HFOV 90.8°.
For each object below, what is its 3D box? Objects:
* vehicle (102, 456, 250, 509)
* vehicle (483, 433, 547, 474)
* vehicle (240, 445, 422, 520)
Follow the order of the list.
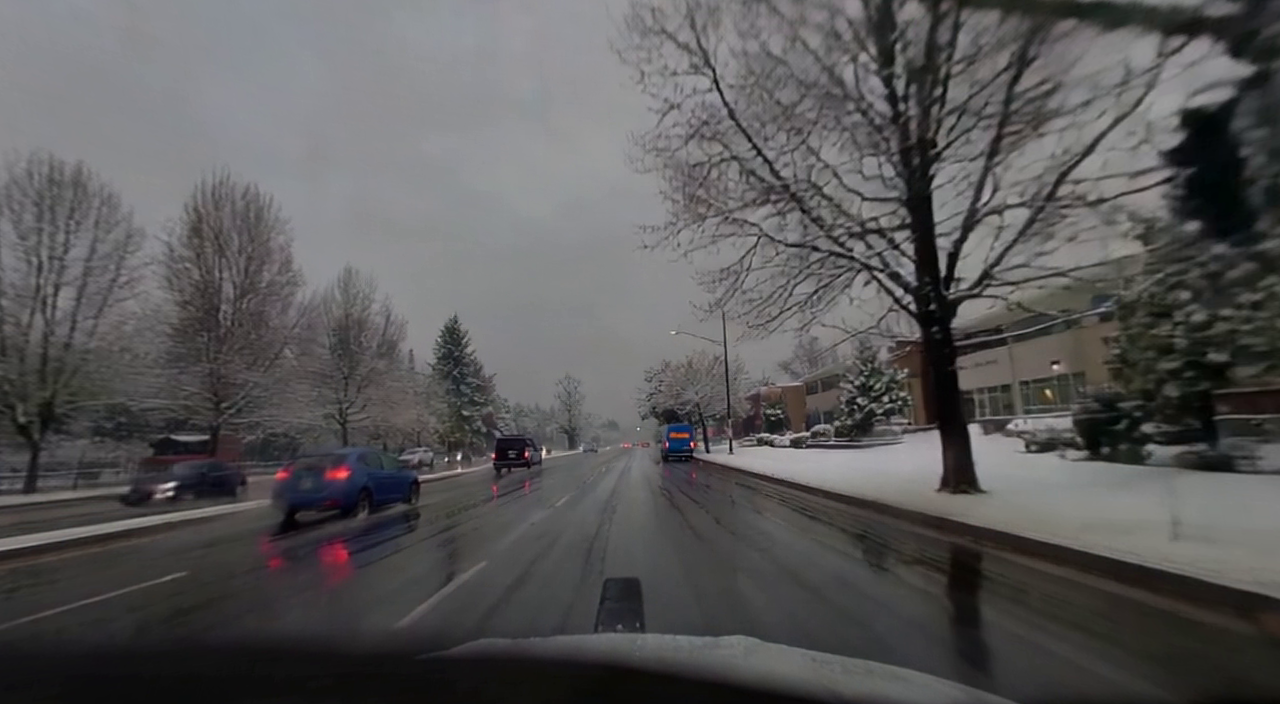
[{"bbox_3d":[-15.183,4.249,20.993,1.854,1.497,3.998,0,-9,0],"label":"vehicle"},{"bbox_3d":[-6.819,5.636,35.261,2.332,2.039,5.678,0,-9,1],"label":"vehicle"},{"bbox_3d":[-6.900,2.933,14.780,1.970,1.456,4.441,0,-9,1],"label":"vehicle"}]
